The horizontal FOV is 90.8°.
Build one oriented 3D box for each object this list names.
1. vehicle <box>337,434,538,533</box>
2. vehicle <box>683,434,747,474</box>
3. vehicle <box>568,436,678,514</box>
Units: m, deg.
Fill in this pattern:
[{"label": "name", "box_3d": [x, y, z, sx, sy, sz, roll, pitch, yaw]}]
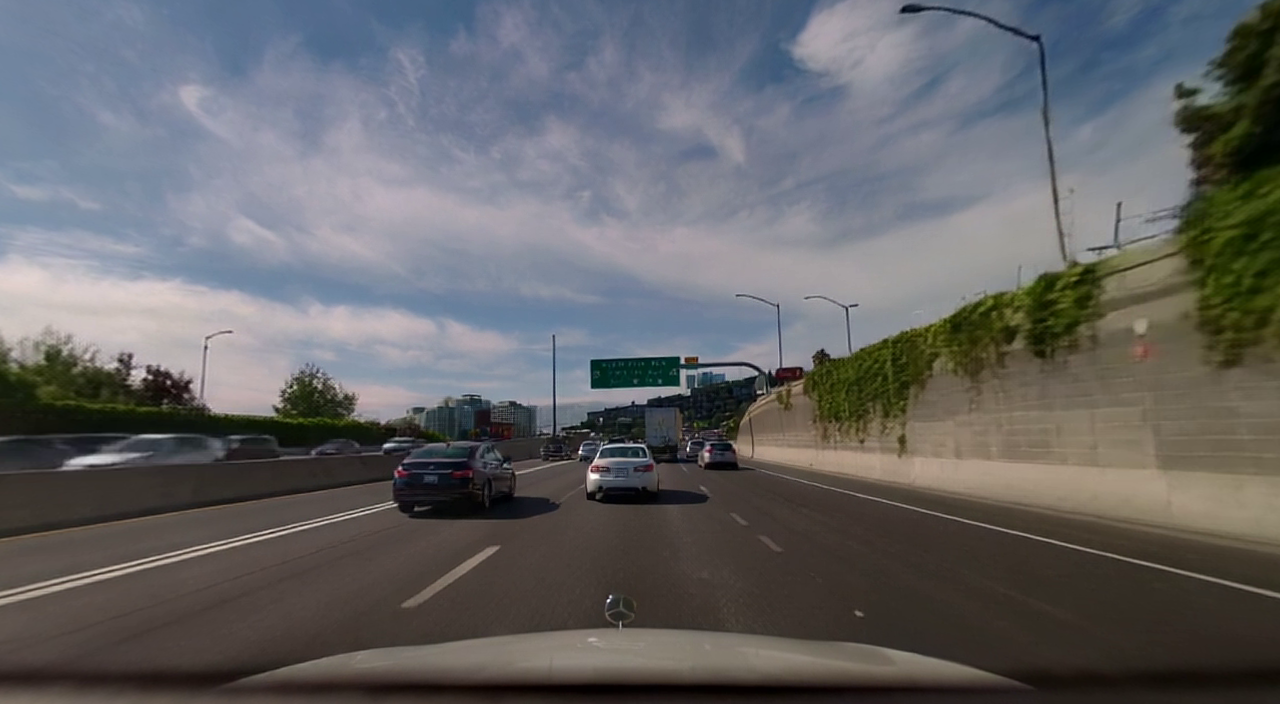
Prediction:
[{"label": "vehicle", "box_3d": [-3.516, 2.403, 12.220, 2.130, 1.474, 5.027, -1, -9, 1]}, {"label": "vehicle", "box_3d": [3.324, 4.652, 28.923, 2.166, 1.666, 4.618, 0, -9, -2]}, {"label": "vehicle", "box_3d": [-0.296, 2.684, 14.237, 2.136, 1.470, 3.971, -1, -9, 1]}]
